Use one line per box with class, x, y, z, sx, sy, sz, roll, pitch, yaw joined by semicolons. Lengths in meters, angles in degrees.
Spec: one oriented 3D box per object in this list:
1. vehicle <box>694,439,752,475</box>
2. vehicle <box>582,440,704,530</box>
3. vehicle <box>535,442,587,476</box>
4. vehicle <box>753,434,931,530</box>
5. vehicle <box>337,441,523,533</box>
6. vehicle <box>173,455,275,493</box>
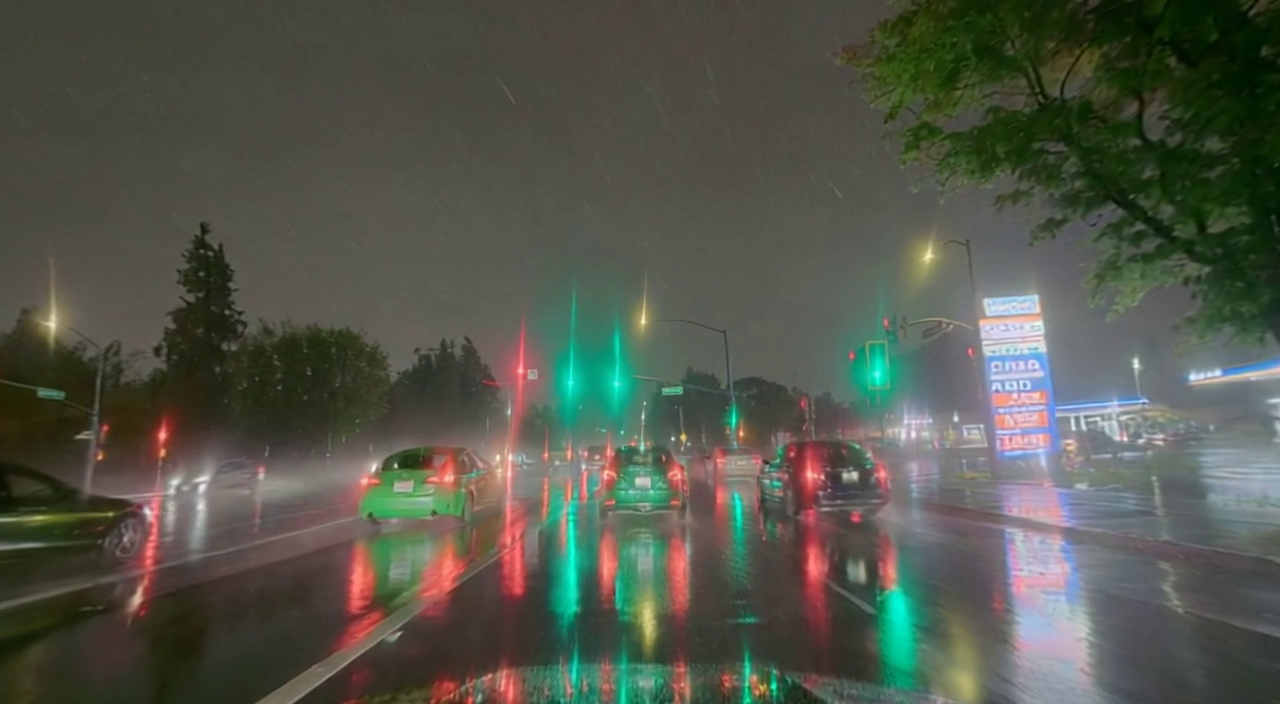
vehicle;3.740;4.808;29.127;1.942;1.482;4.623;0;-8;-1
vehicle;0.012;2.462;12.299;1.994;1.433;3.894;0;-8;-1
vehicle;-3.753;5.177;30.728;1.896;1.501;4.390;0;-8;1
vehicle;3.618;2.397;12.305;1.920;1.479;4.548;0;-8;-1
vehicle;-3.744;2.470;12.264;1.995;1.436;4.500;0;-8;1
vehicle;-21.826;6.393;33.347;2.152;1.764;4.641;0;-8;0
